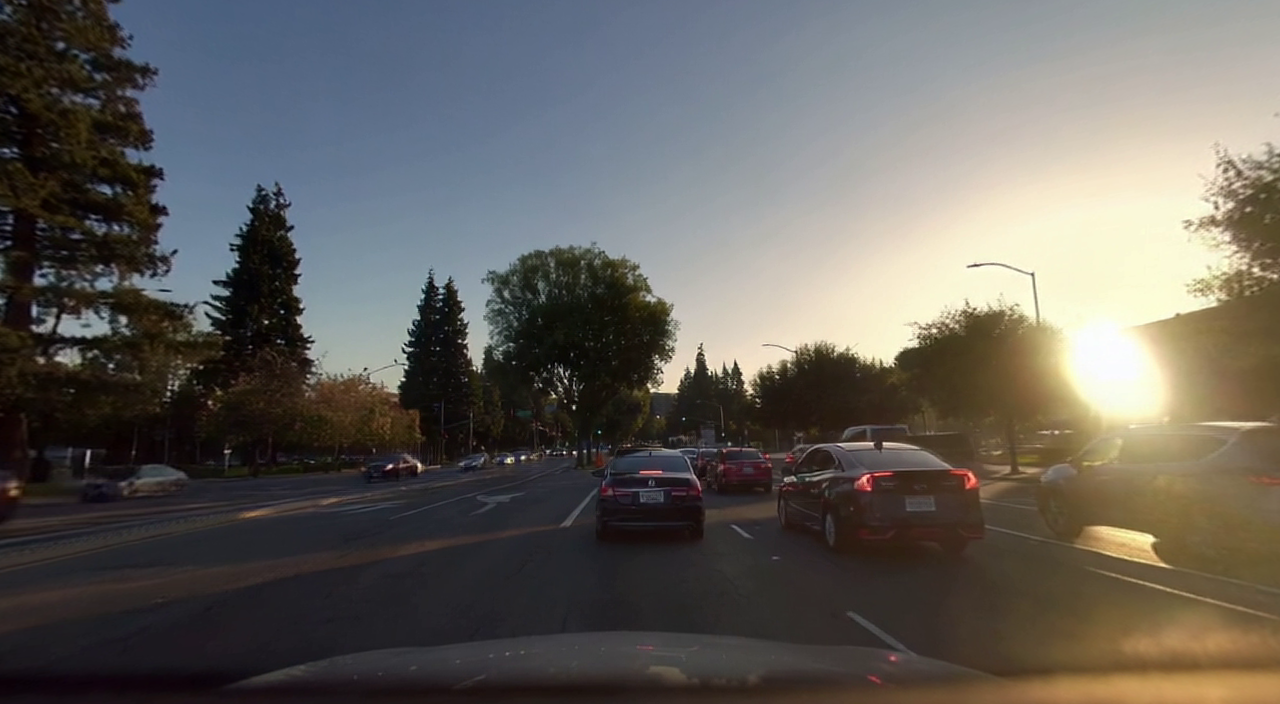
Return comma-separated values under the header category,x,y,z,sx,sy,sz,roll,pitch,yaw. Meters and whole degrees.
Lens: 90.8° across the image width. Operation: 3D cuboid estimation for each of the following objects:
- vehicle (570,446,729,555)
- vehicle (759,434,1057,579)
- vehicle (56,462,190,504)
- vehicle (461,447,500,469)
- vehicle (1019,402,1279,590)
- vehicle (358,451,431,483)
category,x,y,z,sx,sy,sz,roll,pitch,yaw
vehicle,0.093,2.178,10.009,1.990,1.347,4.067,0,-9,-1
vehicle,3.190,1.945,8.942,1.970,1.445,4.974,0,-9,-1
vehicle,-21.521,5.440,26.602,1.815,1.449,4.616,0,-9,-1
vehicle,-12.506,8.327,49.802,1.963,1.649,4.290,0,-9,0
vehicle,6.921,1.594,7.561,1.987,1.730,4.373,0,-9,-1
vehicle,-12.358,5.813,32.160,1.943,1.467,4.442,0,-9,0
